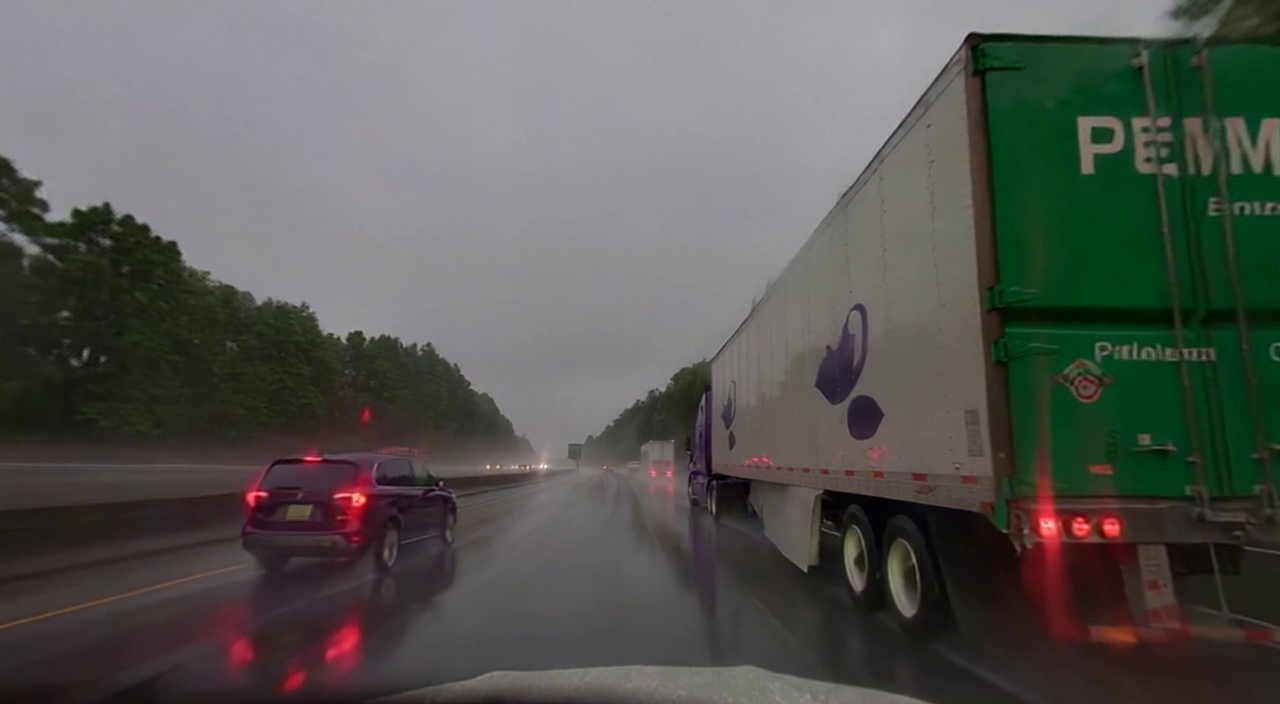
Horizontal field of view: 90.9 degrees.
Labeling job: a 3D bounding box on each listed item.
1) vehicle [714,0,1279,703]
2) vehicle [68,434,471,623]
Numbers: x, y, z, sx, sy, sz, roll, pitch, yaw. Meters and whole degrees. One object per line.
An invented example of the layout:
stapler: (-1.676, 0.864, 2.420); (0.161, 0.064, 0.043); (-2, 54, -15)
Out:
vehicle: (3.534, 1.212, 10.141); (2.856, 4.040, 14.009); (1, -10, -1)
vehicle: (-3.866, 1.975, 7.963); (2.010, 1.580, 4.949); (1, -10, 1)
